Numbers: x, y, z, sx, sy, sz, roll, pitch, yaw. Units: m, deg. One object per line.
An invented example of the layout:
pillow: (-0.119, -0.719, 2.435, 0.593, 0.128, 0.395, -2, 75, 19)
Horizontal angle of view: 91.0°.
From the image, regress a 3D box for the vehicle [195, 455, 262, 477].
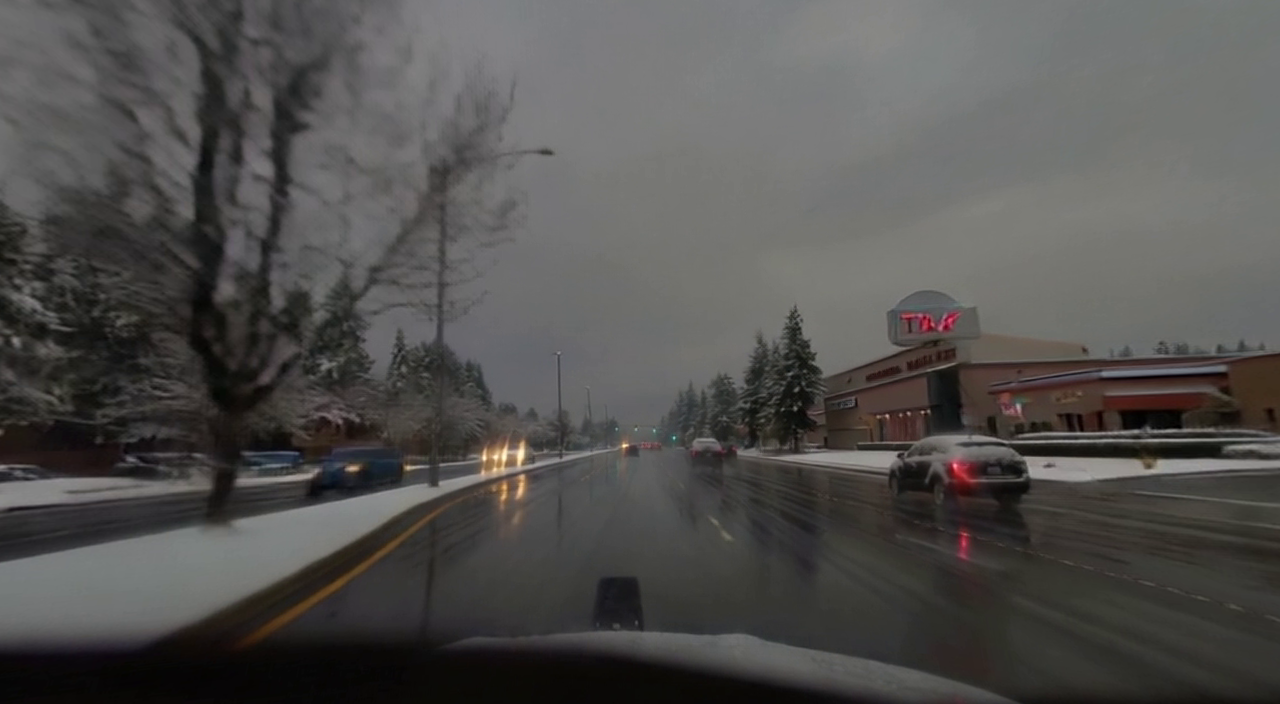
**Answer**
vehicle: (-28.777, 7.977, 44.038, 3.453, 1.405, 1.745, 0, -8, 2)

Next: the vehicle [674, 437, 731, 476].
vehicle: (2.823, 4.863, 29.441, 2.161, 1.676, 4.151, 0, -9, -1)

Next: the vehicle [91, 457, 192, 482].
vehicle: (-30.375, 7.140, 38.401, 4.598, 1.447, 1.772, 0, -8, 0)

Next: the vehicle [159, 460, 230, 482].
vehicle: (-29.262, 7.835, 41.421, 3.281, 1.321, 1.809, 0, -8, 2)

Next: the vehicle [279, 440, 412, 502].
vehicle: (-9.055, 3.665, 19.856, 2.024, 1.699, 4.363, 0, -9, 0)

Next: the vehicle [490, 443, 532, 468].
vehicle: (-9.480, 7.636, 46.594, 2.160, 1.785, 4.280, 0, -9, 0)

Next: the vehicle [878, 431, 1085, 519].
vehicle: (6.770, 2.467, 13.122, 1.886, 1.528, 4.169, 0, -9, -2)
